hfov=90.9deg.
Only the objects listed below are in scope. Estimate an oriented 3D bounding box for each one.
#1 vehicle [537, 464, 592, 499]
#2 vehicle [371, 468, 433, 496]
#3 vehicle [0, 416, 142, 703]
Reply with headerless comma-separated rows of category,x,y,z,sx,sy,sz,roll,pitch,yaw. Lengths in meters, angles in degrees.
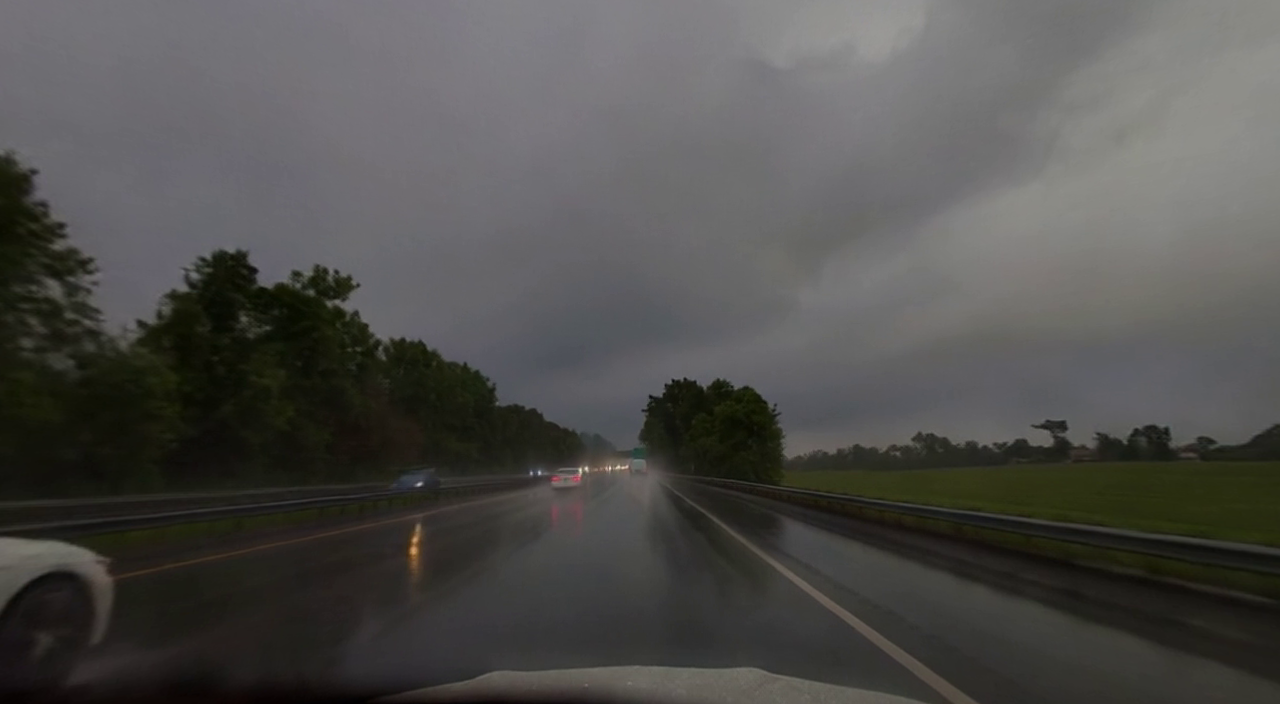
vehicle,-3.552,6.244,30.599,2.006,1.516,4.820,1,-11,0
vehicle,-13.735,7.501,36.580,1.839,1.478,4.425,1,-11,0
vehicle,-4.293,0.808,1.721,2.040,1.525,4.603,1,-11,0
